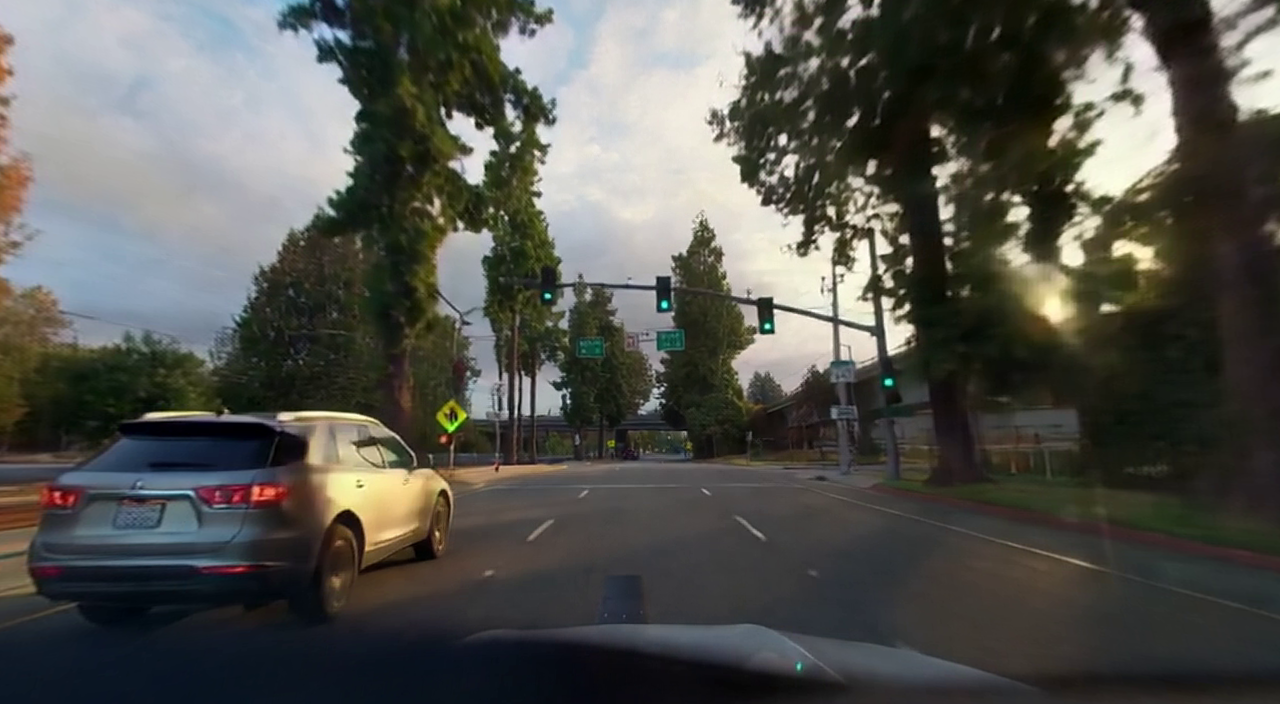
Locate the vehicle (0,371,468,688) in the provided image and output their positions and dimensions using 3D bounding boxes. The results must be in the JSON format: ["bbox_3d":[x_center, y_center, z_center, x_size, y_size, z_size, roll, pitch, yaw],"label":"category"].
[{"bbox_3d":[-3.112,1.275,5.624,1.882,1.704,4.335,0,-9,0],"label":"vehicle"}]
